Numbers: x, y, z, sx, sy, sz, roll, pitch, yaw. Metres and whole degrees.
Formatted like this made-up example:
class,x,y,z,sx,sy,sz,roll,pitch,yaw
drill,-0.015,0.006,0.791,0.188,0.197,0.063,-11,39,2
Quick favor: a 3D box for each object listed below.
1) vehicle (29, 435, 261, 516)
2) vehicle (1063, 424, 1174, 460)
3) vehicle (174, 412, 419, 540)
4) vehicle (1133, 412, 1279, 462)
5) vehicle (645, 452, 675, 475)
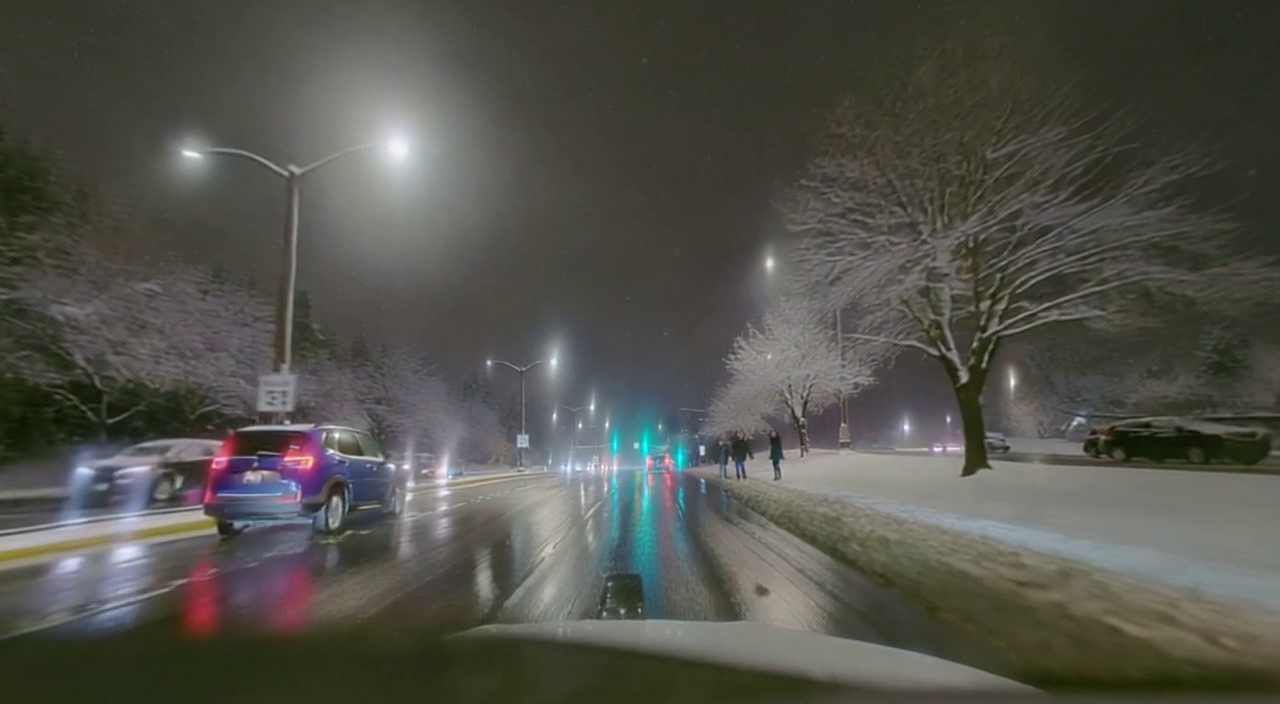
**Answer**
class,x,y,z,sx,sy,sz,roll,pitch,yaw
vehicle,-12.001,2.975,15.832,1.953,1.697,4.725,0,-8,0
vehicle,22.993,4.360,30.531,2.001,1.558,4.803,-1,-8,6
vehicle,-5.964,2.185,11.721,2.027,1.908,4.273,0,-8,1
vehicle,22.129,3.361,24.784,2.018,1.751,4.637,-1,-8,6
vehicle,1.387,8.081,45.808,2.091,1.494,3.962,0,-8,0
